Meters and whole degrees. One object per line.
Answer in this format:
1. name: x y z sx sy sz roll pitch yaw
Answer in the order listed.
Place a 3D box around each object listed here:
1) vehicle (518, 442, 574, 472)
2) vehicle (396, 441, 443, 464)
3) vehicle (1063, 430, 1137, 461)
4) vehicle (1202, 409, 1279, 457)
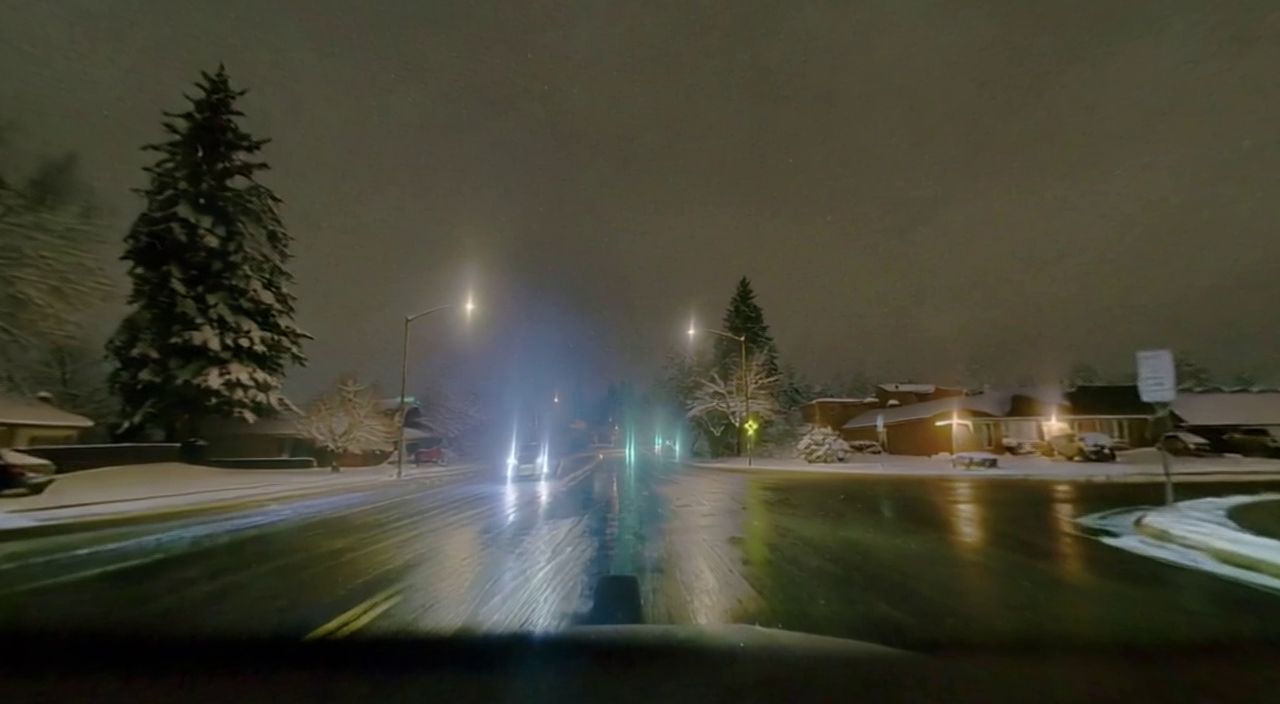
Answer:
1. vehicle: -5.020 5.694 34.492 2.088 1.490 4.524 -1 -8 4
2. vehicle: -17.375 7.920 49.801 2.838 1.748 1.892 -1 -8 7
3. vehicle: 25.528 5.232 35.271 2.000 1.594 4.976 -4 -9 21
4. vehicle: 34.032 4.482 34.483 2.411 2.381 6.645 -3 -9 19
